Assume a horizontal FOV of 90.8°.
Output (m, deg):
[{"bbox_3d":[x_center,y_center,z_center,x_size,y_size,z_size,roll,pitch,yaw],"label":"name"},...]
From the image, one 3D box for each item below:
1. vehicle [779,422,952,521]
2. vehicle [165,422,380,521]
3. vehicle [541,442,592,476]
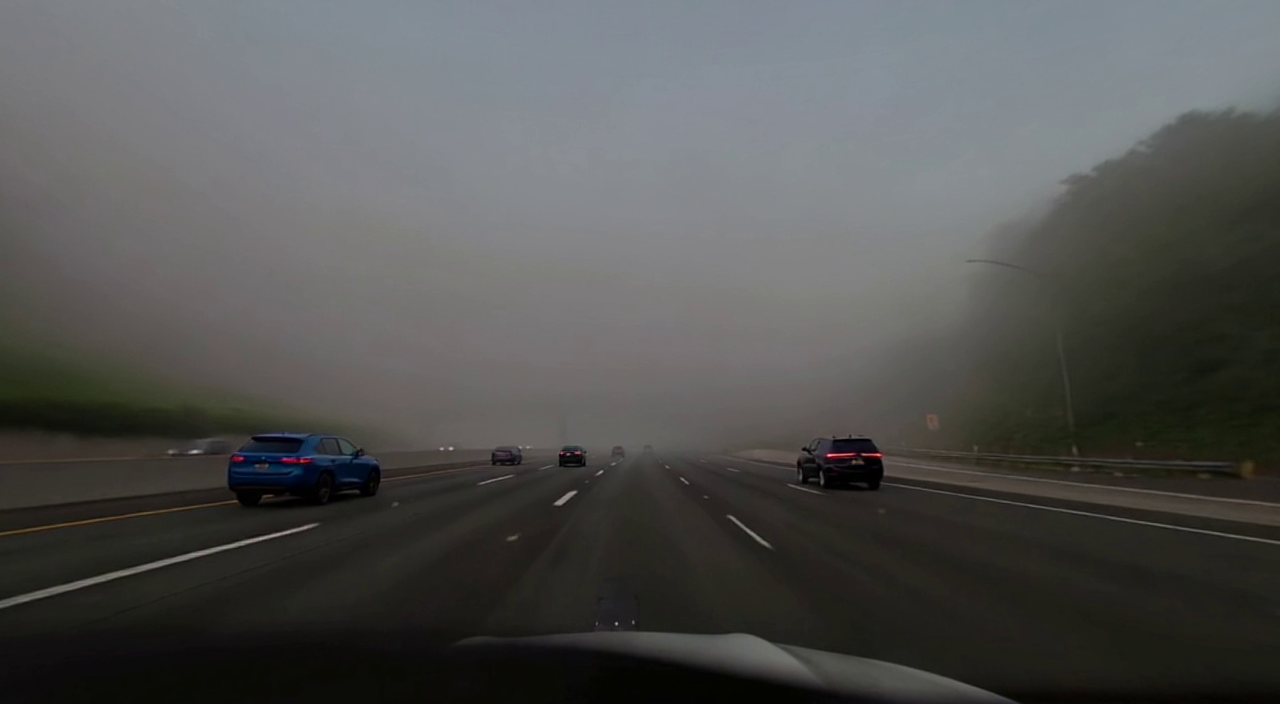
[{"bbox_3d":[4.469,2.443,13.423,1.950,1.719,4.545,0,-9,0],"label":"vehicle"},{"bbox_3d":[-7.196,2.374,13.006,1.860,1.694,4.173,0,-9,0],"label":"vehicle"},{"bbox_3d":[-3.437,5.108,30.379,1.925,1.509,4.363,0,-9,0],"label":"vehicle"}]
